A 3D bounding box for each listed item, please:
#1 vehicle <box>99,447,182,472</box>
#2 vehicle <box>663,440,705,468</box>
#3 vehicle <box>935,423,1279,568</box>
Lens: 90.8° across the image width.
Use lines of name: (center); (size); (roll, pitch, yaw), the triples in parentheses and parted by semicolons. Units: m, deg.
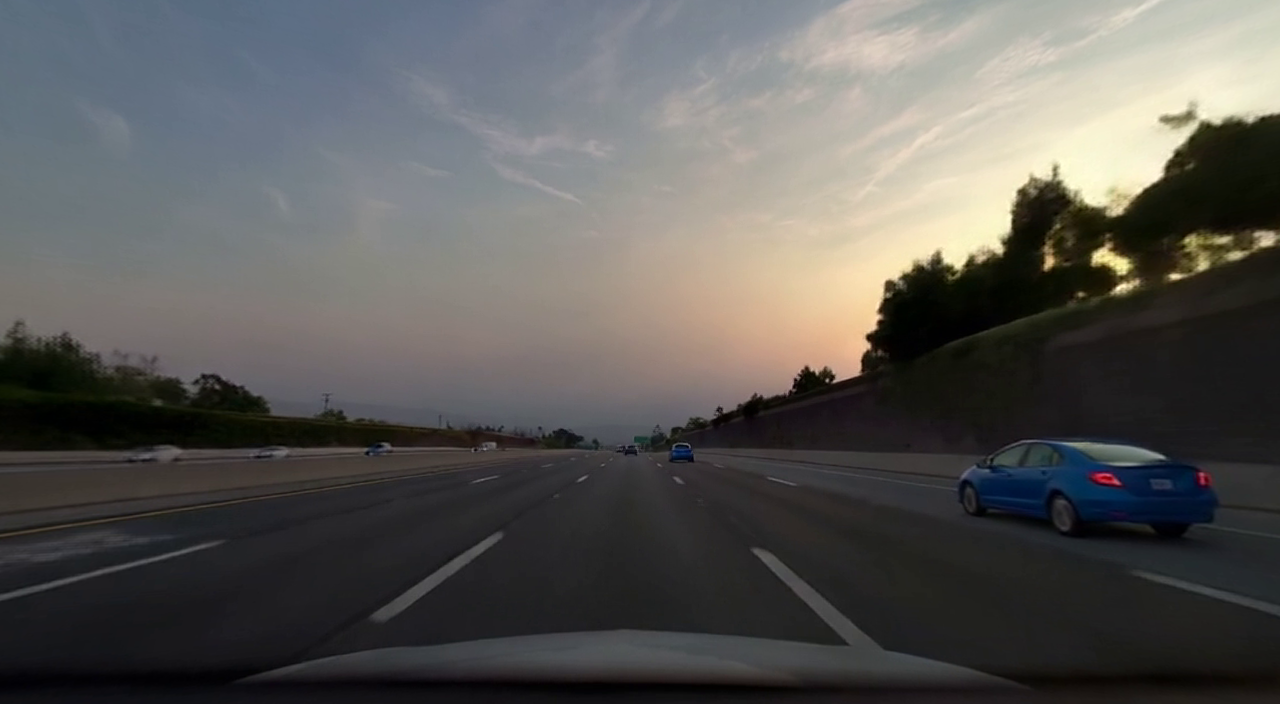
vehicle: (-36.464, 7.832, 46.304); (2.247, 1.650, 4.739); (0, -8, 0)
vehicle: (2.639, 6.254, 38.963); (2.270, 1.615, 3.770); (0, -8, -1)
vehicle: (6.720, 1.900, 9.313); (2.227, 1.522, 5.041); (0, -8, -1)
